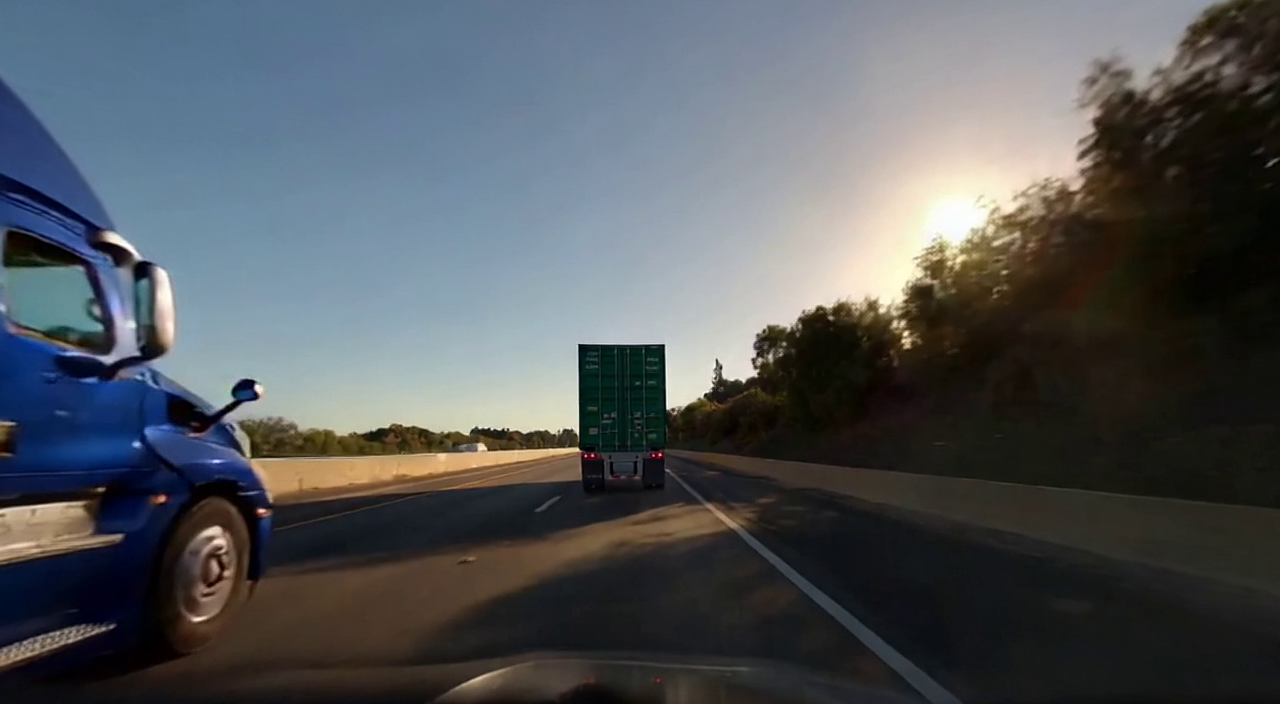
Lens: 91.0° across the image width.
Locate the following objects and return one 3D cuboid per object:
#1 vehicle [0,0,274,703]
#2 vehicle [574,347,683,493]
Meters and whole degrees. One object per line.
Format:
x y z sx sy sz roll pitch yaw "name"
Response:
-4.117 -0.250 1.017 3.418 3.652 5.690 0 -9 1 "vehicle"
-0.311 2.671 22.884 2.942 4.003 11.297 0 -9 0 "vehicle"
